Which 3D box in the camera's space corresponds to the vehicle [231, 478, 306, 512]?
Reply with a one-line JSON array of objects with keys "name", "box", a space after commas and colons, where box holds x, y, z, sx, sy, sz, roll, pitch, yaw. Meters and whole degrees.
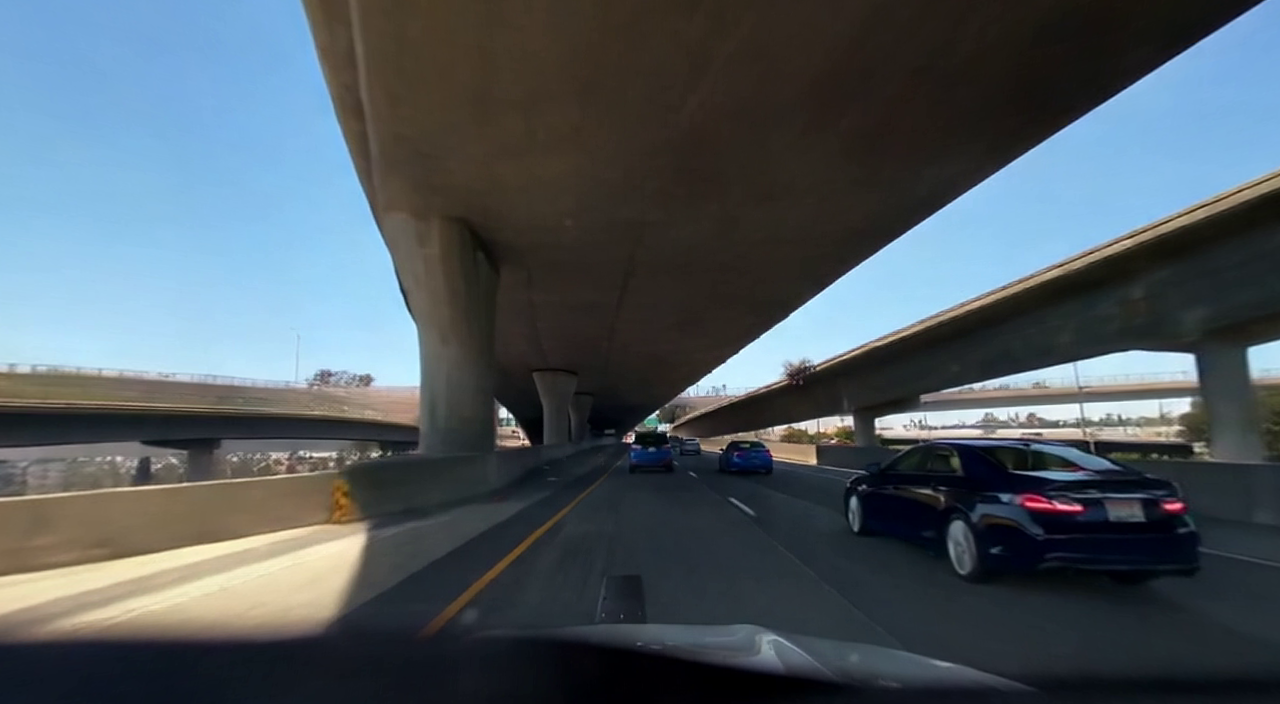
[{"name": "vehicle", "box": [-22.642, 8.718, 38.600, 1.920, 1.675, 4.655, 1, -9, -2]}]

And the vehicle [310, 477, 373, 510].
[{"name": "vehicle", "box": [-18.835, 8.921, 39.967, 1.939, 1.689, 4.298, 1, -9, -2]}]

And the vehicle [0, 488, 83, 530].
[{"name": "vehicle", "box": [-29.249, 7.363, 29.750, 1.859, 1.524, 4.469, 1, -9, -2]}]

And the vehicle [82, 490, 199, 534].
[{"name": "vehicle", "box": [-22.137, 7.076, 28.147, 1.813, 1.498, 4.330, 1, -9, -3]}]

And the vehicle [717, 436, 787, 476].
[{"name": "vehicle", "box": [4.544, 4.294, 26.158, 2.047, 1.500, 4.017, 1, -9, -2]}]

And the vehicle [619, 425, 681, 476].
[{"name": "vehicle", "box": [0.380, 3.973, 25.592, 2.264, 1.841, 4.583, 0, -8, 0]}]

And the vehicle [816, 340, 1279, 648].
[{"name": "vehicle", "box": [4.001, 1.337, 7.025, 2.404, 2.014, 5.655, 0, -8, 0]}]
